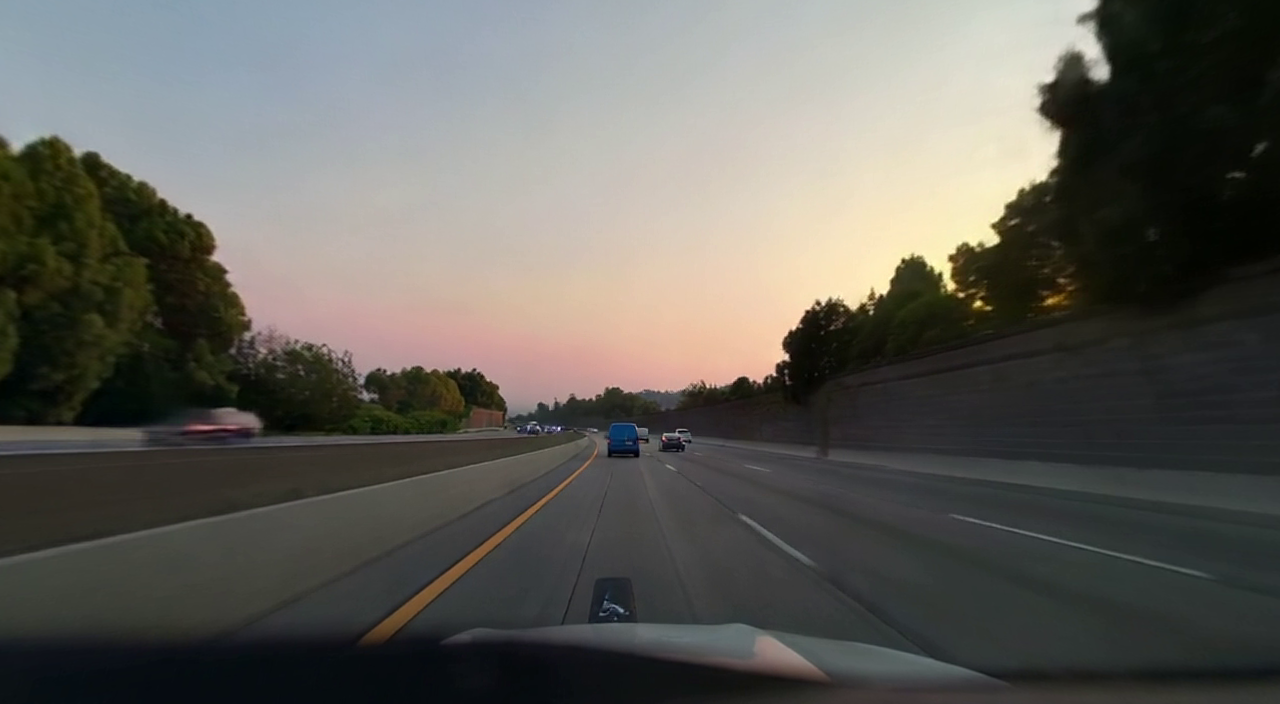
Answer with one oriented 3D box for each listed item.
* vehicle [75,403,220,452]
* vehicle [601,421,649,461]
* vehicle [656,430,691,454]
[{"bbox_3d":[-16.246,2.551,21.068,1.916,1.465,3.624,0,-8,-1],"label":"vehicle"},{"bbox_3d":[-0.856,4.770,33.953,2.403,1.994,4.683,0,-8,-2],"label":"vehicle"},{"bbox_3d":[2.285,6.251,44.040,1.996,1.589,3.715,1,-8,-4],"label":"vehicle"}]
